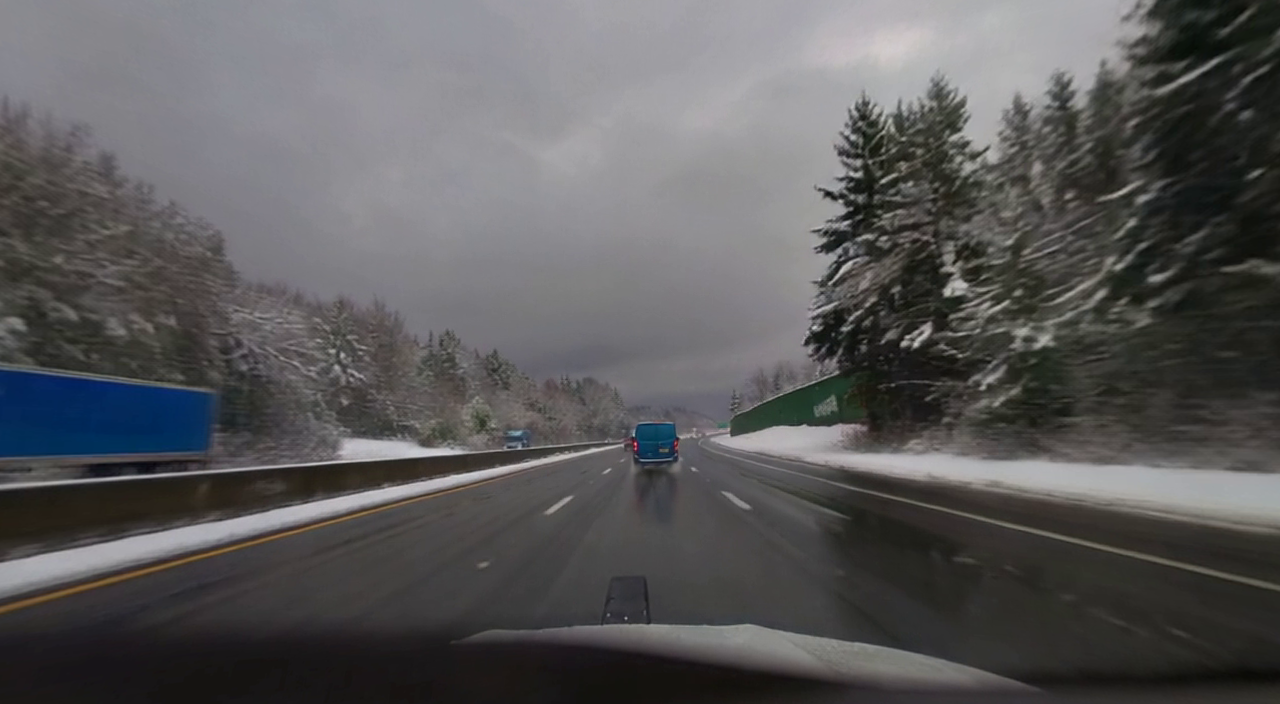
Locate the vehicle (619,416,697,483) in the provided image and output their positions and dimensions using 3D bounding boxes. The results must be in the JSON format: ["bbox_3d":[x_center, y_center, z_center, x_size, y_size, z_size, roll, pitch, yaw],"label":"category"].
[{"bbox_3d":[0.531,3.183,20.728,2.283,1.956,4.421,0,-8,0],"label":"vehicle"}]

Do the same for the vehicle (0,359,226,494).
[{"bbox_3d":[-20.943,2.707,22.148,2.949,4.093,14.052,0,-8,1],"label":"vehicle"}]
